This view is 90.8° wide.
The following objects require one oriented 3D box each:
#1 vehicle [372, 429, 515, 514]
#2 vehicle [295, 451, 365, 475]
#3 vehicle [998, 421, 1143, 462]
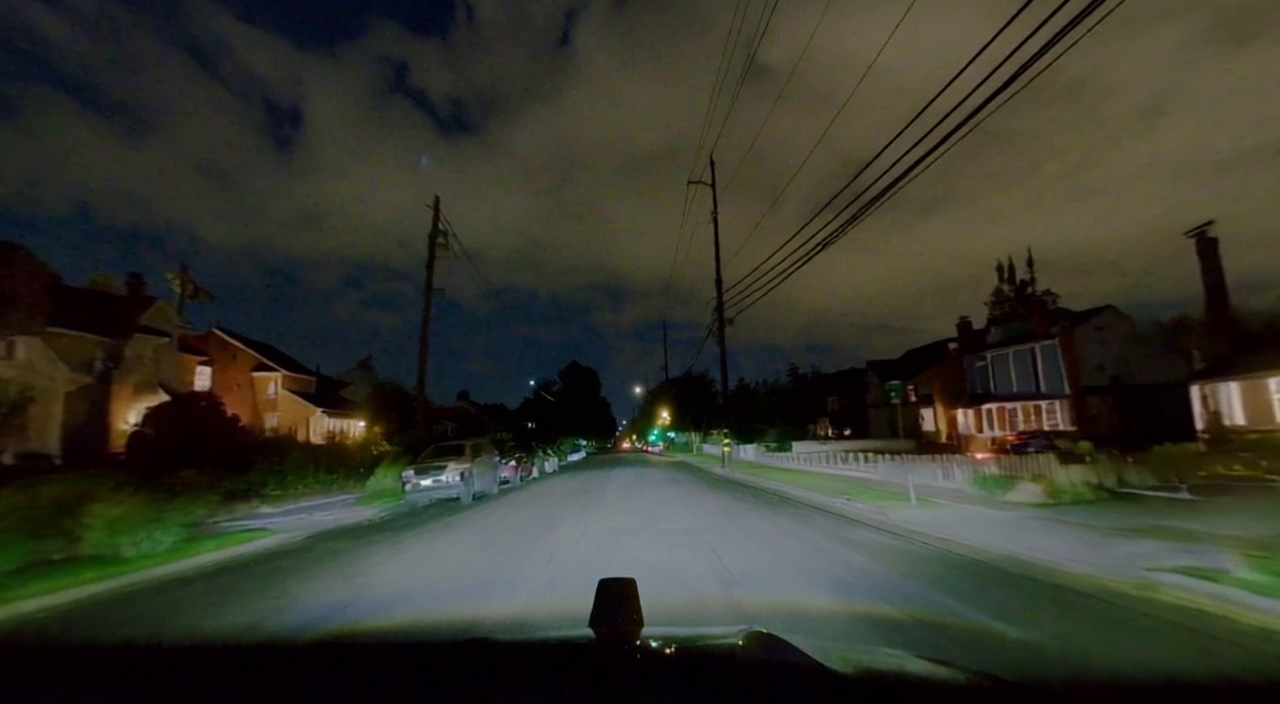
[{"bbox_3d":[-5.665,3.499,19.225,2.411,1.979,5.915,-5,-8,0],"label":"vehicle"},{"bbox_3d":[-19.940,7.141,40.718,3.553,1.471,1.816,0,-9,-2],"label":"vehicle"},{"bbox_3d":[17.601,3.712,25.994,4.372,1.490,2.032,-2,-10,1],"label":"vehicle"}]
